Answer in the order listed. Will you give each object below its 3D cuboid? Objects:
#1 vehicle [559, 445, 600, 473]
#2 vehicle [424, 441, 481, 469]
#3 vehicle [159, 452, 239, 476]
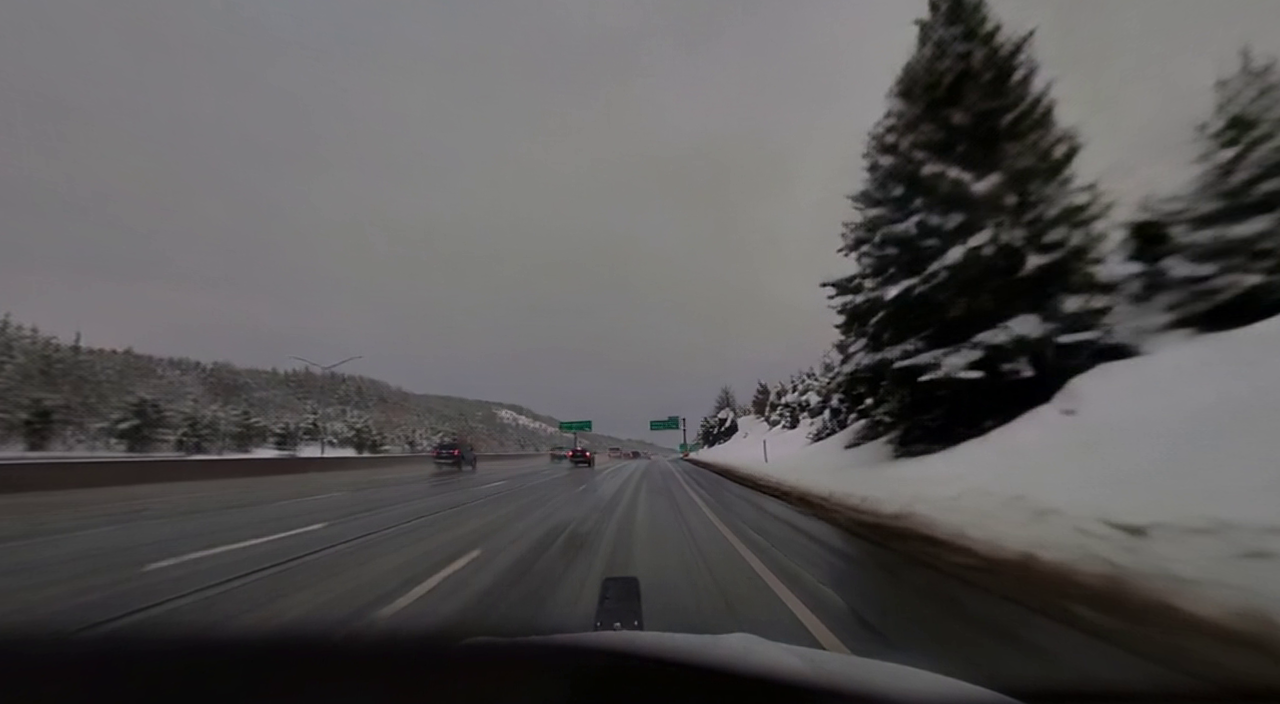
[{"bbox_3d":[-3.468,6.202,36.896,1.931,1.492,4.076,0,-8,1],"label":"vehicle"},{"bbox_3d":[-12.397,6.817,42.071,2.076,1.766,4.831,0,-8,3],"label":"vehicle"},{"bbox_3d":[-29.566,7.477,42.551,1.908,1.464,4.735,0,-8,1],"label":"vehicle"}]
